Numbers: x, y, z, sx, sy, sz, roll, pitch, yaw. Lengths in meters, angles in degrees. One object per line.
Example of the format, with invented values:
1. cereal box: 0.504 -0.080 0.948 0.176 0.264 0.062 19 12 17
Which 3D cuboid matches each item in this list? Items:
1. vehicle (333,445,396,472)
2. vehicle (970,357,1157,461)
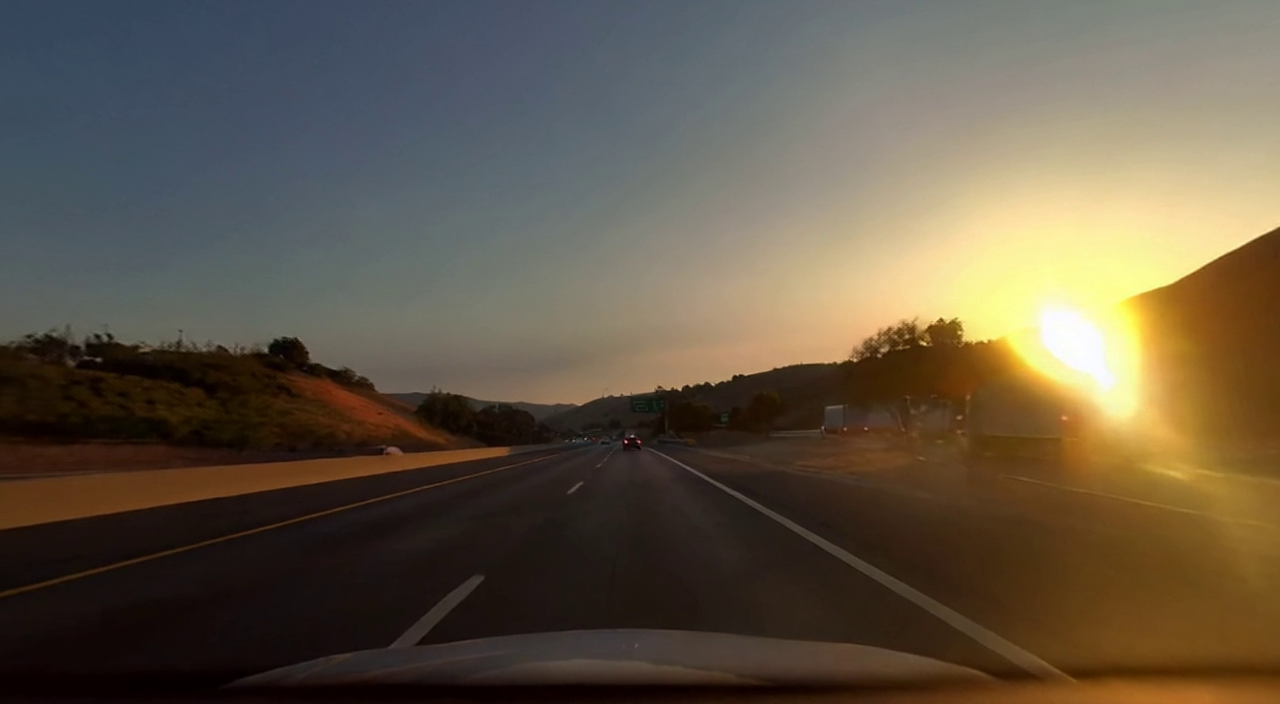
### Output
1. vehicle: -16.392 6.329 37.772 1.792 1.439 4.421 0 -8 0
2. vehicle: 20.233 3.170 31.716 3.187 4.063 13.741 -2 -8 14
